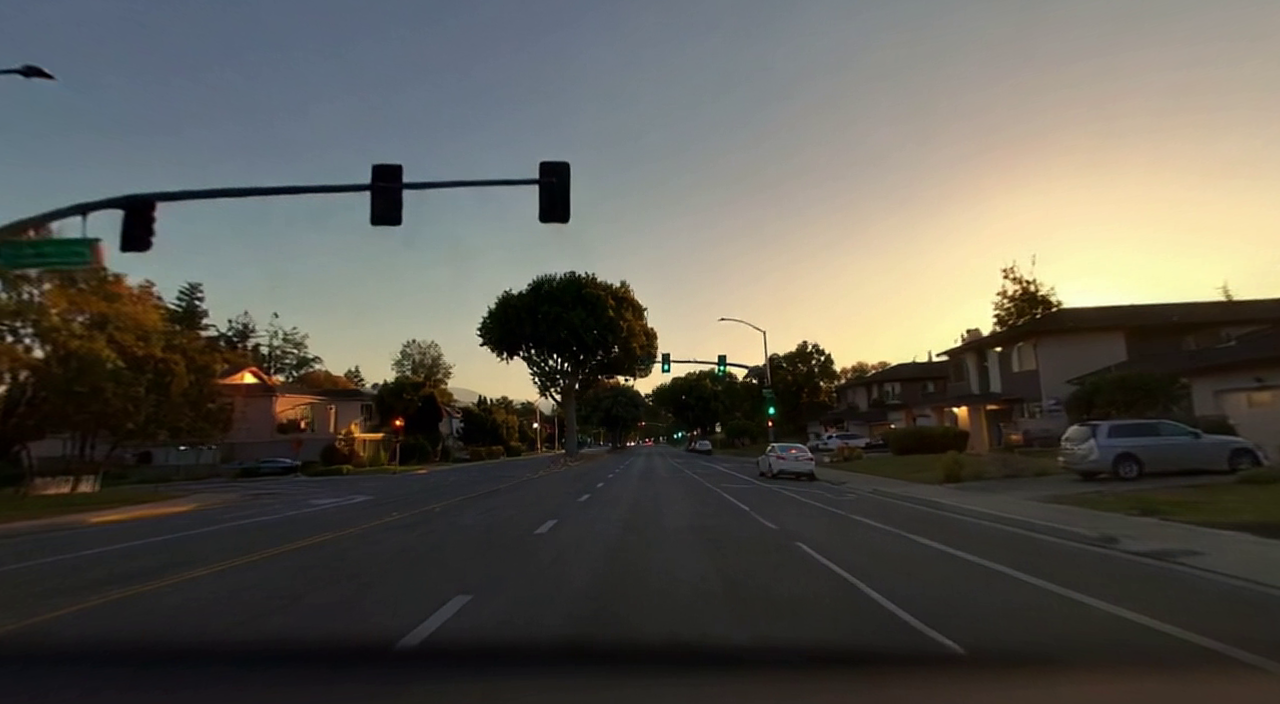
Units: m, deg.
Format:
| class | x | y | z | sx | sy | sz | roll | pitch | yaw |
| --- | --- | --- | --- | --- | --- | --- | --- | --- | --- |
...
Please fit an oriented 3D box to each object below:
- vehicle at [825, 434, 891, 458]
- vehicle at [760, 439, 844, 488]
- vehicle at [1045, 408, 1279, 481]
| class | x | y | z | sx | sy | sz | roll | pitch | yaw |
| --- | --- | --- | --- | --- | --- | --- | --- | --- | --- |
| vehicle | 14.870 | 6.419 | 43.174 | 3.769 | 1.598 | 1.987 | 0 | -8 | 1 |
| vehicle | 5.673 | 3.936 | 22.582 | 1.950 | 1.567 | 4.083 | 0 | -8 | 1 |
| vehicle | 13.319 | 2.361 | 16.055 | 4.474 | 1.710 | 2.148 | 0 | -8 | 1 |
